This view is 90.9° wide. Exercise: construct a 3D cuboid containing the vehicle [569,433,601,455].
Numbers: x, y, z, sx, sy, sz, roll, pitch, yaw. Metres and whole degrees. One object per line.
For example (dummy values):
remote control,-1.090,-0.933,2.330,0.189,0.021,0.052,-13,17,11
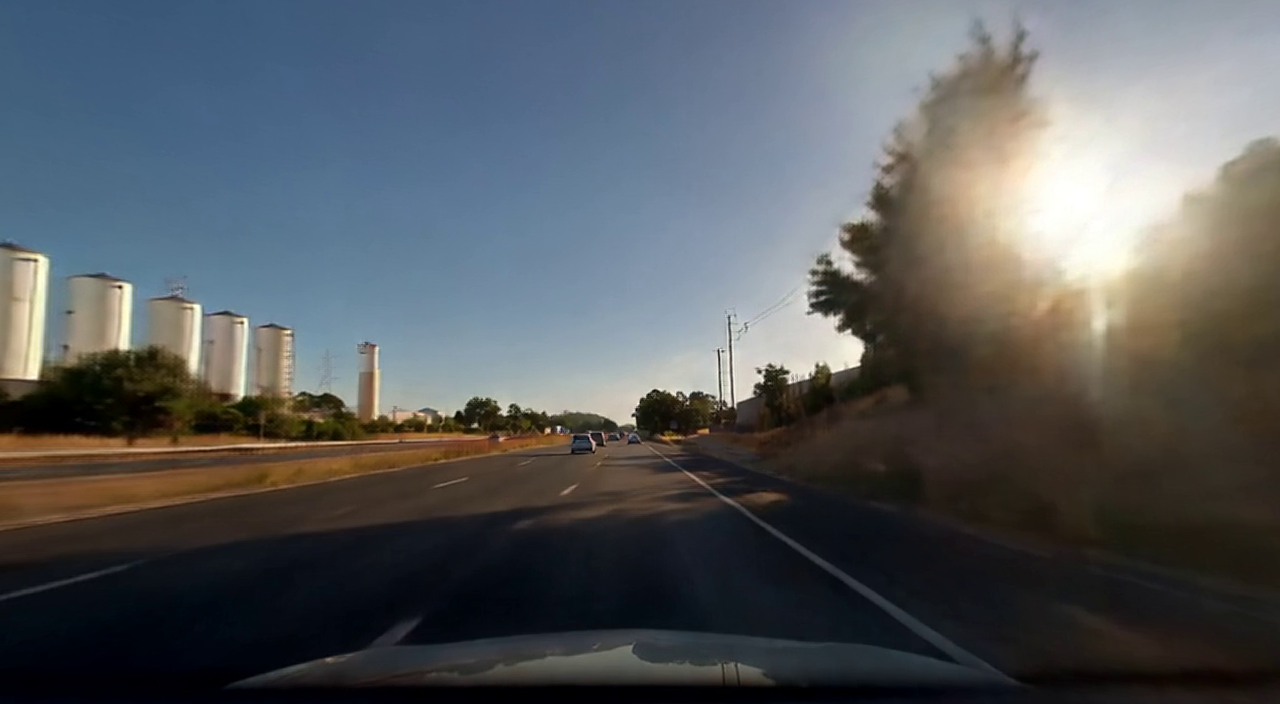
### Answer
vehicle,-3.895,6.584,45.160,1.952,1.462,3.969,0,-8,-1
